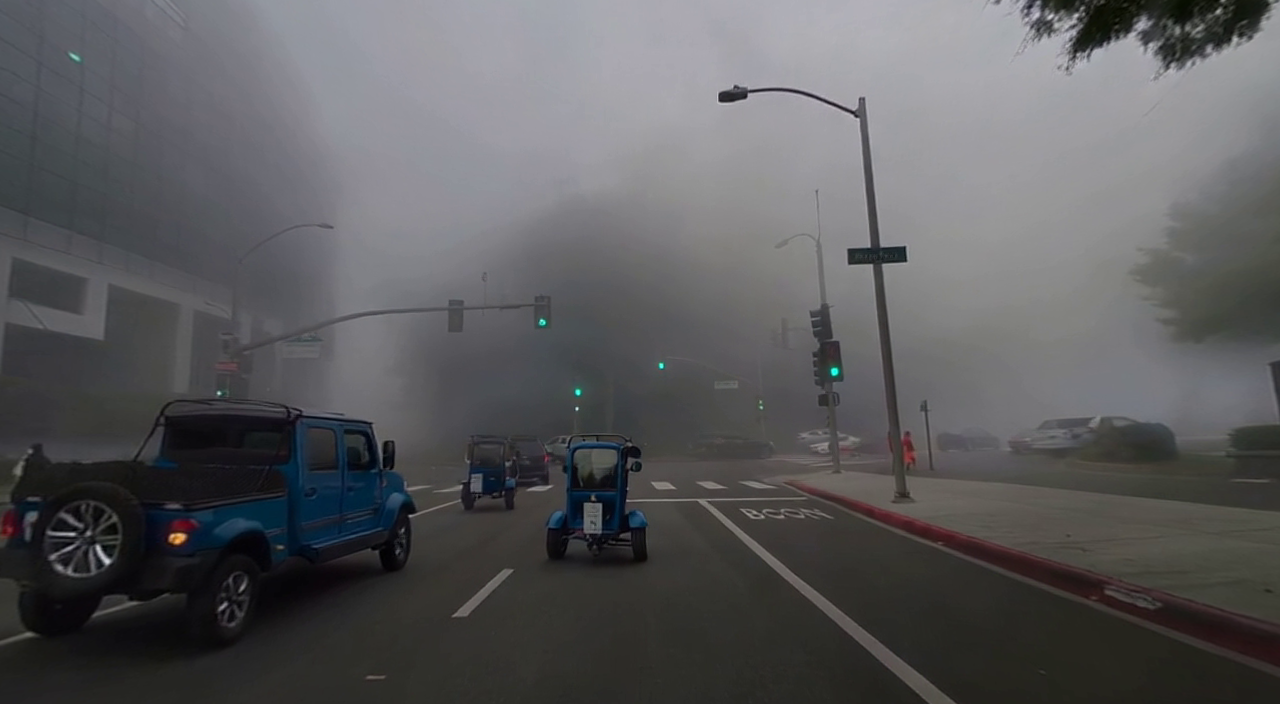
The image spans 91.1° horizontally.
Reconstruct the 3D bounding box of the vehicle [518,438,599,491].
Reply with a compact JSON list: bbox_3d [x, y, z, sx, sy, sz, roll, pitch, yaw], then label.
[{"bbox_3d":[-2.706,3.849,21.847,1.935,1.615,4.073,-1,-8,5],"label":"vehicle"}]

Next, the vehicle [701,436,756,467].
[{"bbox_3d":[5.206,5.754,36.550,2.082,1.671,3.992,-4,-9,25],"label":"vehicle"}]

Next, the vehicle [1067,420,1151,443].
[{"bbox_3d":[30.696,5.237,41.171,1.751,1.420,4.027,8,-12,-42],"label":"vehicle"}]

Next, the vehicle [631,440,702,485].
[{"bbox_3d":[1.071,3.944,22.728,2.025,1.458,4.085,-2,-9,10],"label":"vehicle"}]

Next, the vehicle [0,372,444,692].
[{"bbox_3d":[-3.575,1.343,5.853,2.000,1.809,4.405,0,-8,1],"label":"vehicle"}]
